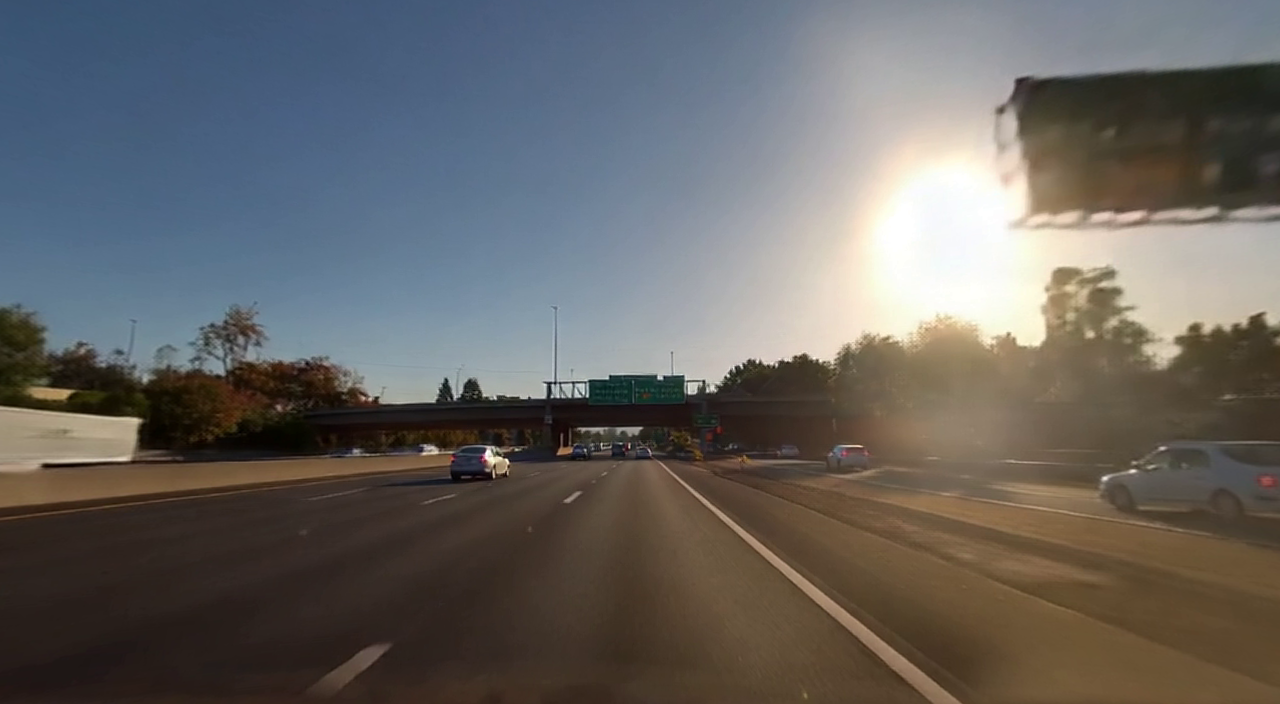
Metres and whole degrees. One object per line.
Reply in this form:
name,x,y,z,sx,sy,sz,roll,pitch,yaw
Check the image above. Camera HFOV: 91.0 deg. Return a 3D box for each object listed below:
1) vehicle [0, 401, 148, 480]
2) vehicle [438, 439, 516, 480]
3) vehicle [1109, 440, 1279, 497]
vehicle,-35.600,4.953,35.161,2.945,4.146,16.562,0,-8,0
vehicle,-6.422,4.274,25.339,1.985,1.513,4.172,0,-8,1
vehicle,17.934,3.695,20.396,2.012,1.601,4.565,0,-8,1
